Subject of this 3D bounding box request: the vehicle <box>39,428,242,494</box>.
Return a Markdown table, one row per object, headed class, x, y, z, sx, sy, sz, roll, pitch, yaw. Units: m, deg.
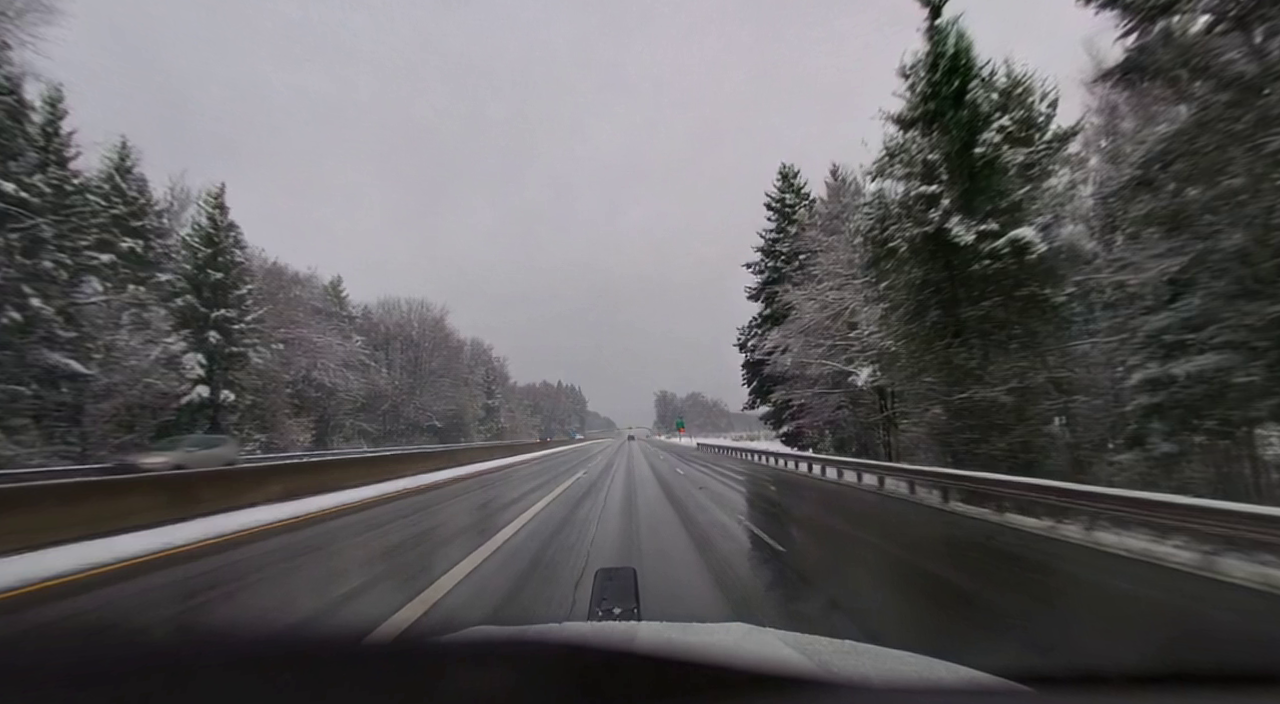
| class | x | y | z | sx | sy | sz | roll | pitch | yaw |
| --- | --- | --- | --- | --- | --- | --- | --- | --- | --- |
| vehicle | -12.747 | 2.776 | 16.514 | 1.906 | 1.483 | 4.216 | 0 | -8 | -1 |
